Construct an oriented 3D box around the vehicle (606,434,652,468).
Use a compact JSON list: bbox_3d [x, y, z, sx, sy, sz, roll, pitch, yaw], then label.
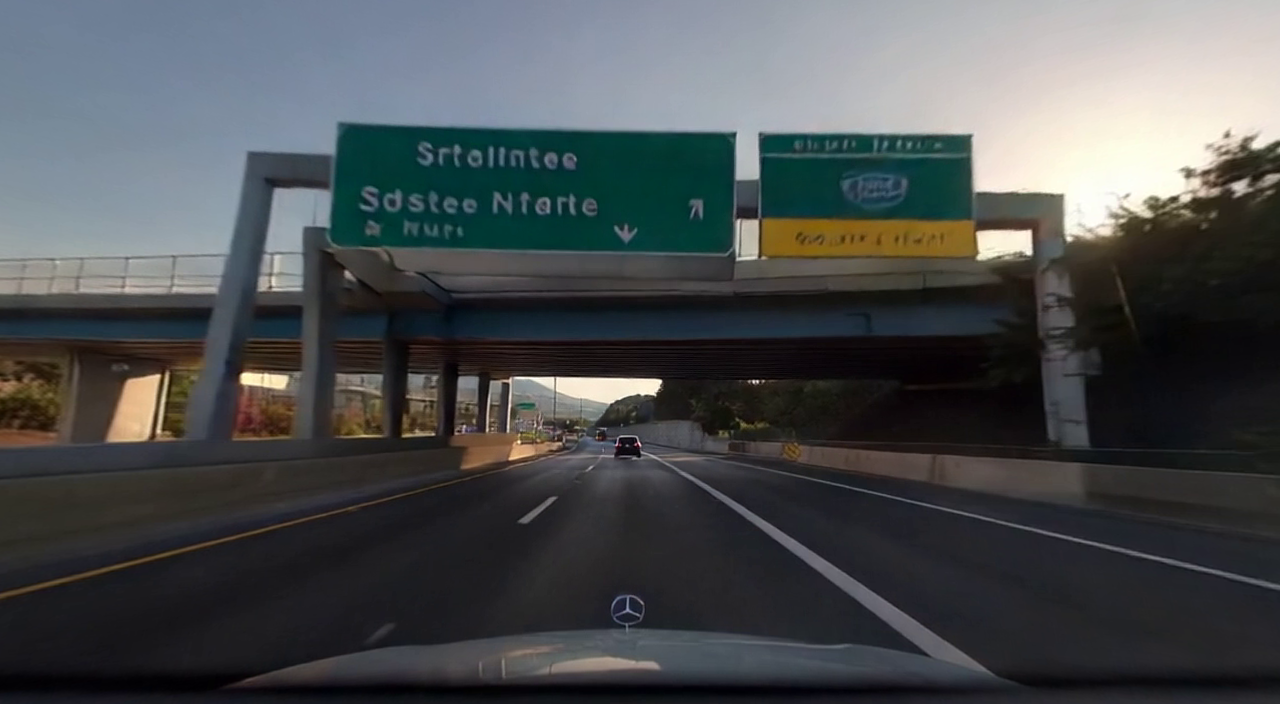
[{"bbox_3d":[-0.510,4.894,31.234,2.130,1.512,4.057,0,-8,0],"label":"vehicle"}]
